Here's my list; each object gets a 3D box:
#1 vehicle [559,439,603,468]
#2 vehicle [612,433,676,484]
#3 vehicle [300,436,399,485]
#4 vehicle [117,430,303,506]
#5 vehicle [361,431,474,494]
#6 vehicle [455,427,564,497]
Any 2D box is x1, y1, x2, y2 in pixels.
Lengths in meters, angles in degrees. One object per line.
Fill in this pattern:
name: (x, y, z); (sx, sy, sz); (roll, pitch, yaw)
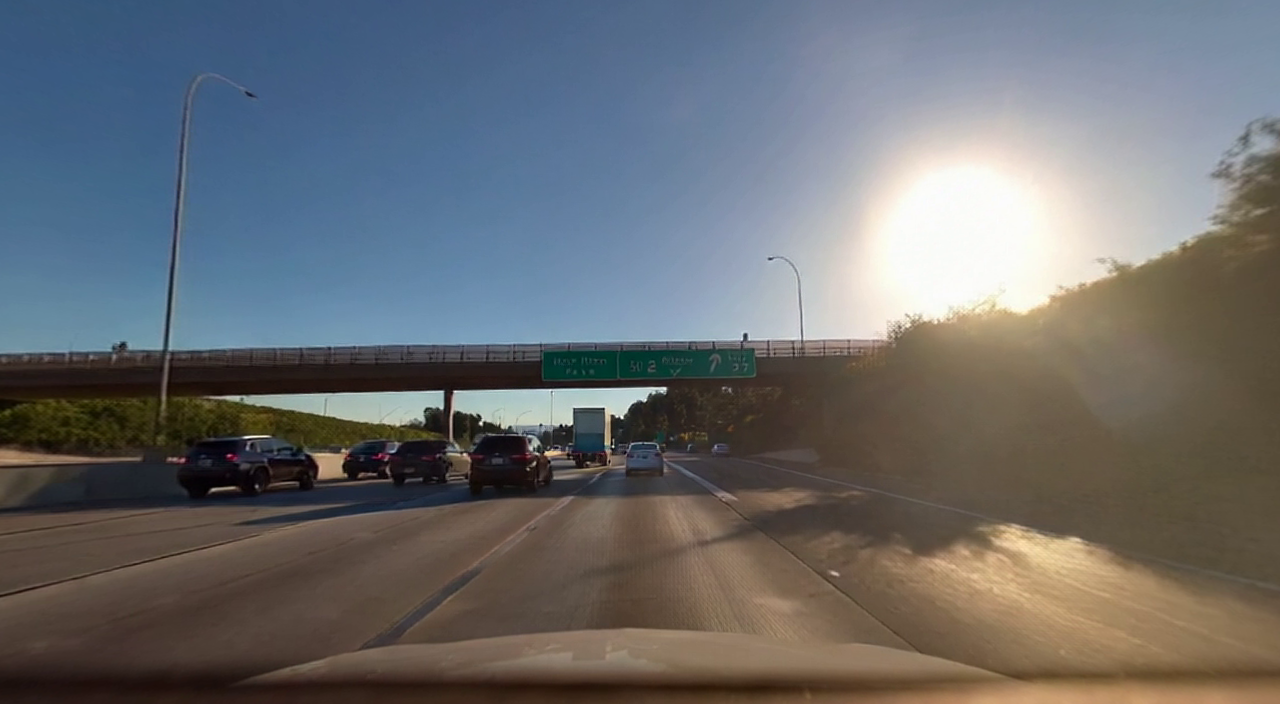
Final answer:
vehicle: (-3.601, 6.312, 39.475); (2.243, 1.683, 4.178); (0, -8, 1)
vehicle: (0.172, 3.899, 23.411); (2.180, 1.716, 3.920); (0, -8, 1)
vehicle: (-10.909, 4.087, 24.017); (1.863, 1.696, 3.885); (0, -8, 1)
vehicle: (-11.165, 3.018, 16.865); (1.871, 1.747, 4.342); (0, -8, 0)
vehicle: (-6.927, 3.475, 20.180); (1.998, 1.770, 4.222); (0, -8, 1)
vehicle: (-3.668, 3.203, 18.738); (2.125, 1.792, 4.466); (0, -8, 2)
